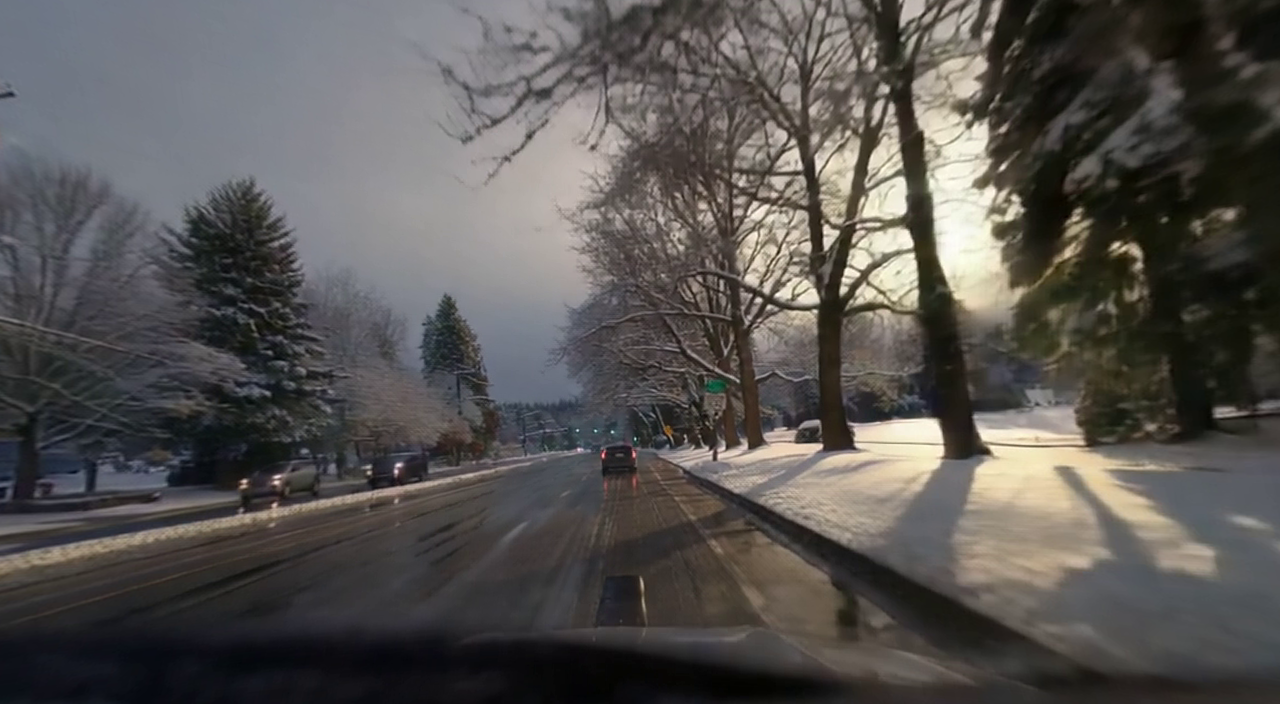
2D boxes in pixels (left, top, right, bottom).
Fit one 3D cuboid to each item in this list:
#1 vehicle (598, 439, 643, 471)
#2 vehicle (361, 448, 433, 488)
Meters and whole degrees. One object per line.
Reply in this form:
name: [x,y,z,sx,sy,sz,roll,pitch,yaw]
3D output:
vehicle: [-0.951,5.193,32.017,2.111,1.466,4.223,-1,-8,-1]
vehicle: [-12.274,5.843,32.213,1.954,1.680,4.530,-4,-8,-2]
